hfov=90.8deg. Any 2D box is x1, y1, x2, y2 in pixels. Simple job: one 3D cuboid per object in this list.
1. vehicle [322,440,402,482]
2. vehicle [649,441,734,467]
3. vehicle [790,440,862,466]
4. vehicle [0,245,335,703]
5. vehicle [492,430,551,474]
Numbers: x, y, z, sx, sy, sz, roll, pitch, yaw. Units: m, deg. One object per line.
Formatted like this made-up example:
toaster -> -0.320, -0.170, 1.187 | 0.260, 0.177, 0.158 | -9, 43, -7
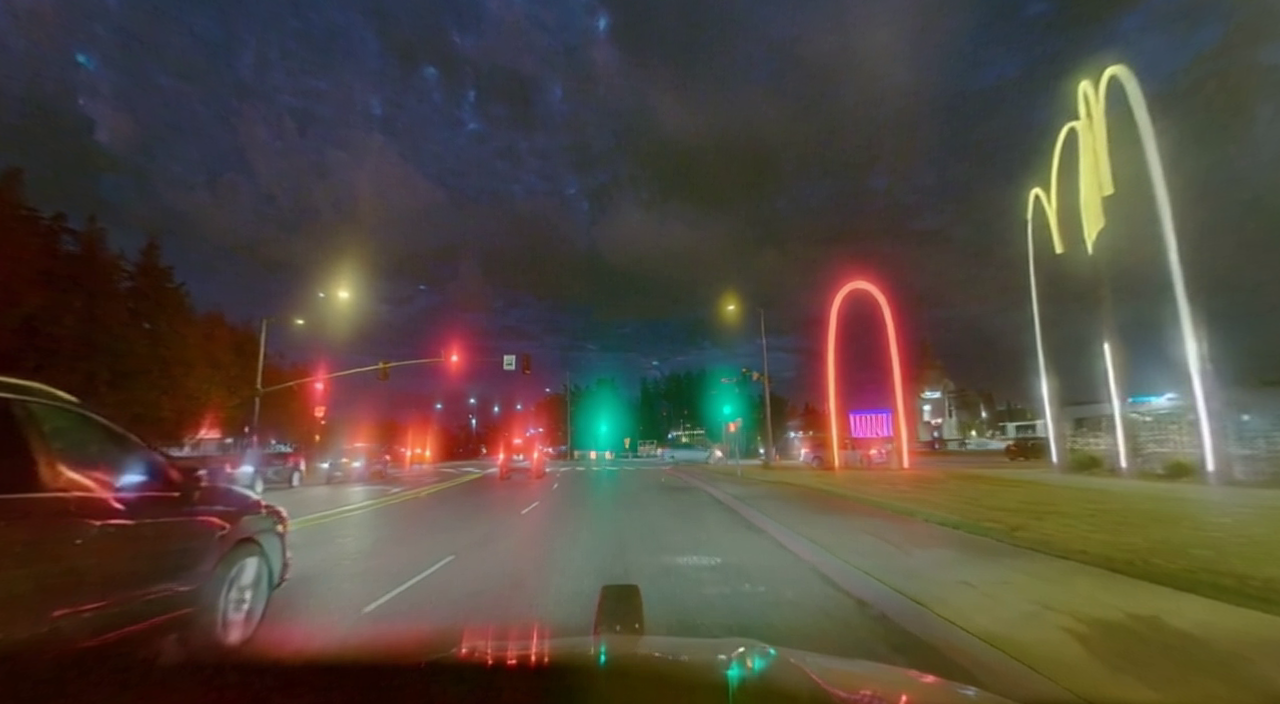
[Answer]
vehicle -> -11.654, 4.579, 26.796 | 1.925, 1.631, 4.250 | 1, -9, -7
vehicle -> 3.454, 6.797, 42.393 | 5.257, 1.627, 2.161 | -4, -10, 27
vehicle -> 13.554, 7.280, 45.924 | 4.857, 1.803, 2.147 | -3, -8, 19
vehicle -> -3.437, 0.491, 1.543 | 2.509, 1.885, 5.831 | 0, -9, -1
vehicle -> -5.236, 4.534, 28.655 | 2.134, 1.799, 5.082 | 1, -9, -5
